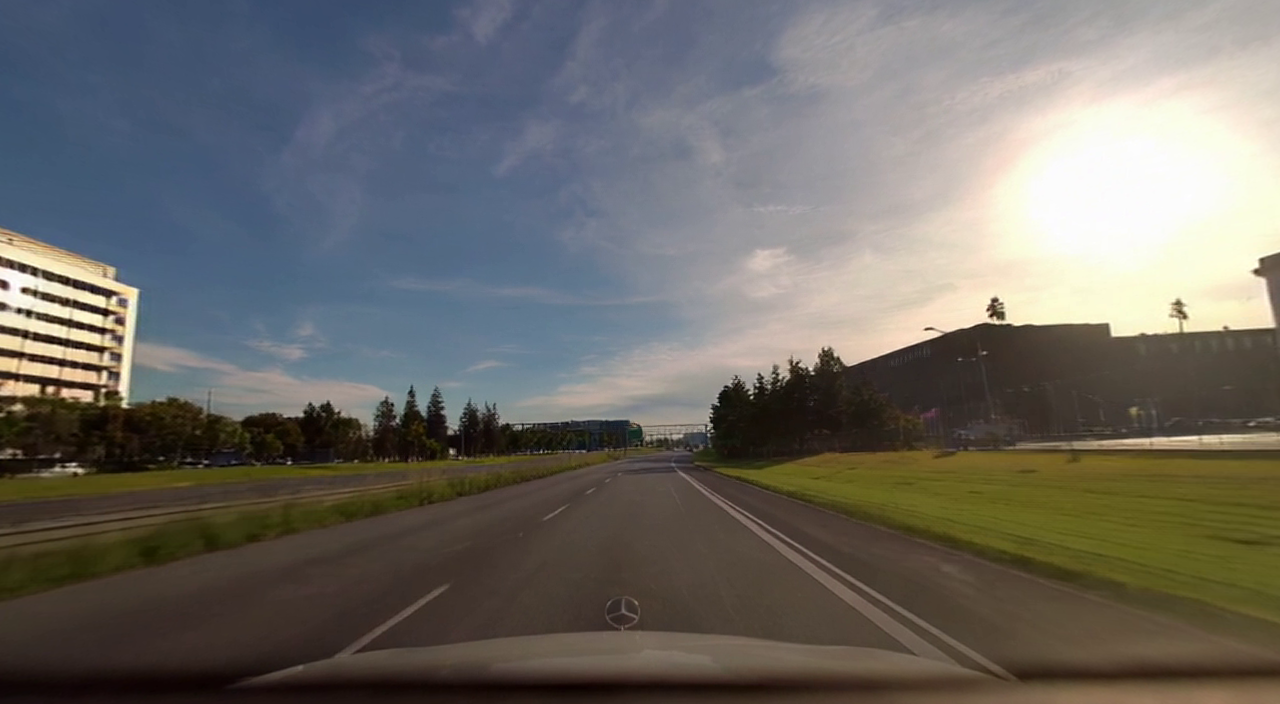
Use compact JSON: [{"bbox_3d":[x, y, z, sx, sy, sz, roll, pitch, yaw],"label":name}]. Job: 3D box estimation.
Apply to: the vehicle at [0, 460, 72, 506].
[{"bbox_3d":[-38.422,8.164,39.218,4.249,2.452,2.227,-6,-12,8],"label":"vehicle"}]
